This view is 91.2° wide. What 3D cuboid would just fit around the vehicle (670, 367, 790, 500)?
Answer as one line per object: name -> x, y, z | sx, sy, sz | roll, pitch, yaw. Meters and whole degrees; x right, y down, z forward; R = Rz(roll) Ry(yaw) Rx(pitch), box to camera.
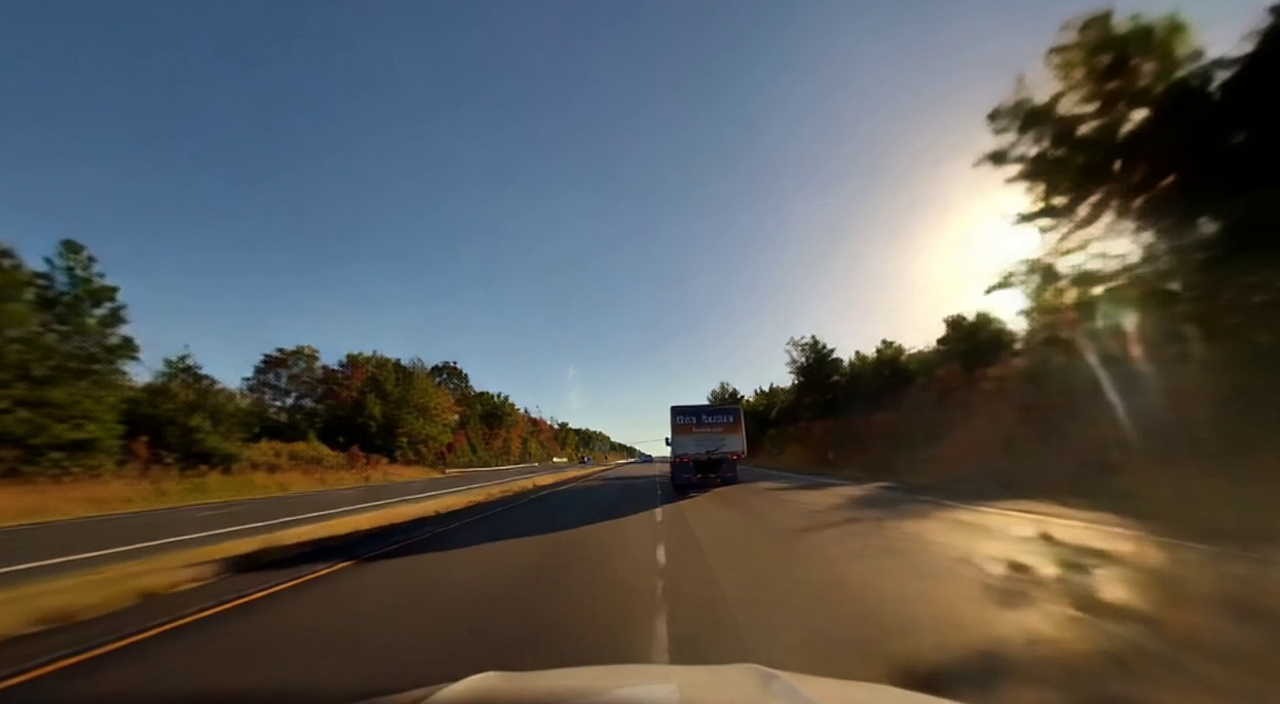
vehicle -> 3.174, 3.787, 28.015 | 3.537, 4.071, 17.399 | -1, -9, 3
